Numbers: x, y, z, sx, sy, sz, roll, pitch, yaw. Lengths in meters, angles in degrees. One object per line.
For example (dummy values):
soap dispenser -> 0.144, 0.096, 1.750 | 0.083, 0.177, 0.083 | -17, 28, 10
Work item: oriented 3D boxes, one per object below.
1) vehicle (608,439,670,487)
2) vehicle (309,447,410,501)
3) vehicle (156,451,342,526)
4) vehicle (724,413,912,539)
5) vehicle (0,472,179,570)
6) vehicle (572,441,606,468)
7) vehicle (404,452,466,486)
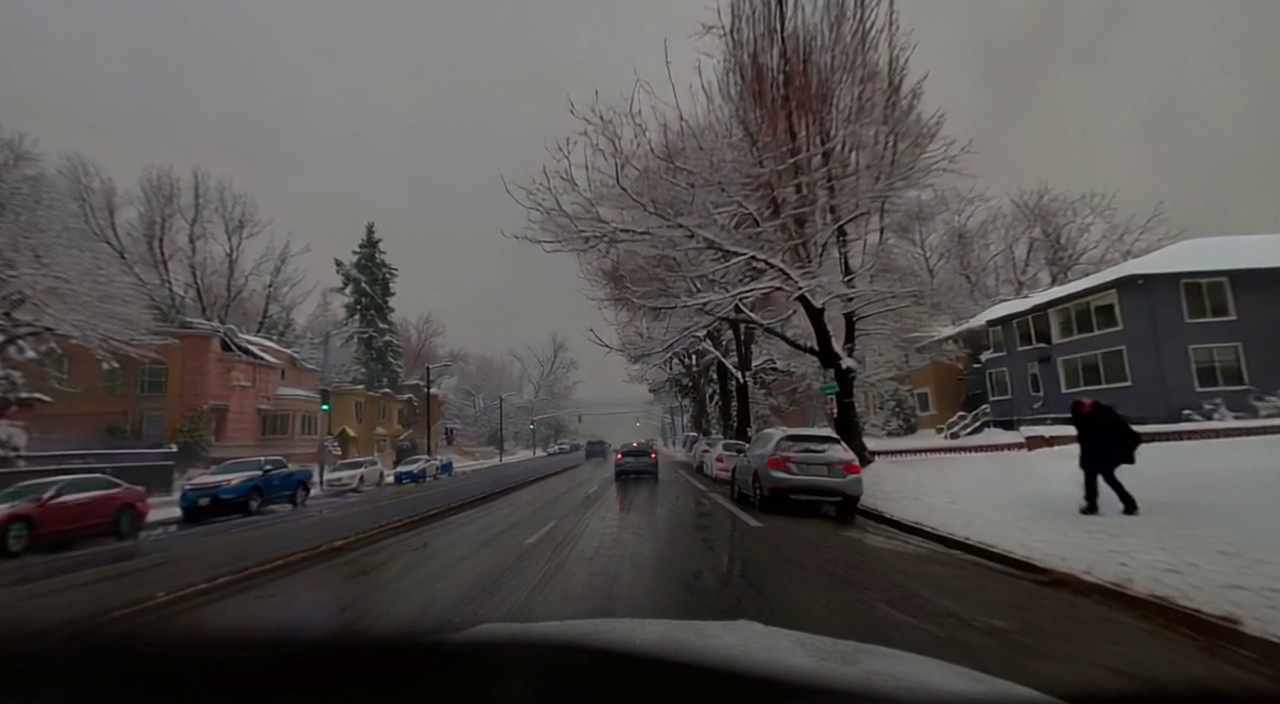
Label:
vehicle -> -0.040, 3.886, 22.384 | 1.998, 1.518, 4.015 | 0, -8, 0
vehicle -> -12.192, 5.278, 27.819 | 2.210, 2.148, 4.849 | 0, -8, 0
vehicle -> -12.062, 4.178, 20.149 | 2.109, 1.941, 6.025 | 0, -8, 0
vehicle -> 2.745, 2.042, 10.939 | 1.969, 1.725, 4.387 | 0, -8, 0
vehicle -> -11.903, 3.265, 12.652 | 1.913, 1.475, 4.372 | 0, -8, 0
vehicle -> -3.532, 7.155, 44.115 | 1.983, 1.841, 4.013 | 0, -8, 0
vehicle -> -12.120, 6.931, 37.516 | 2.026, 1.791, 4.909 | 0, -8, 0
